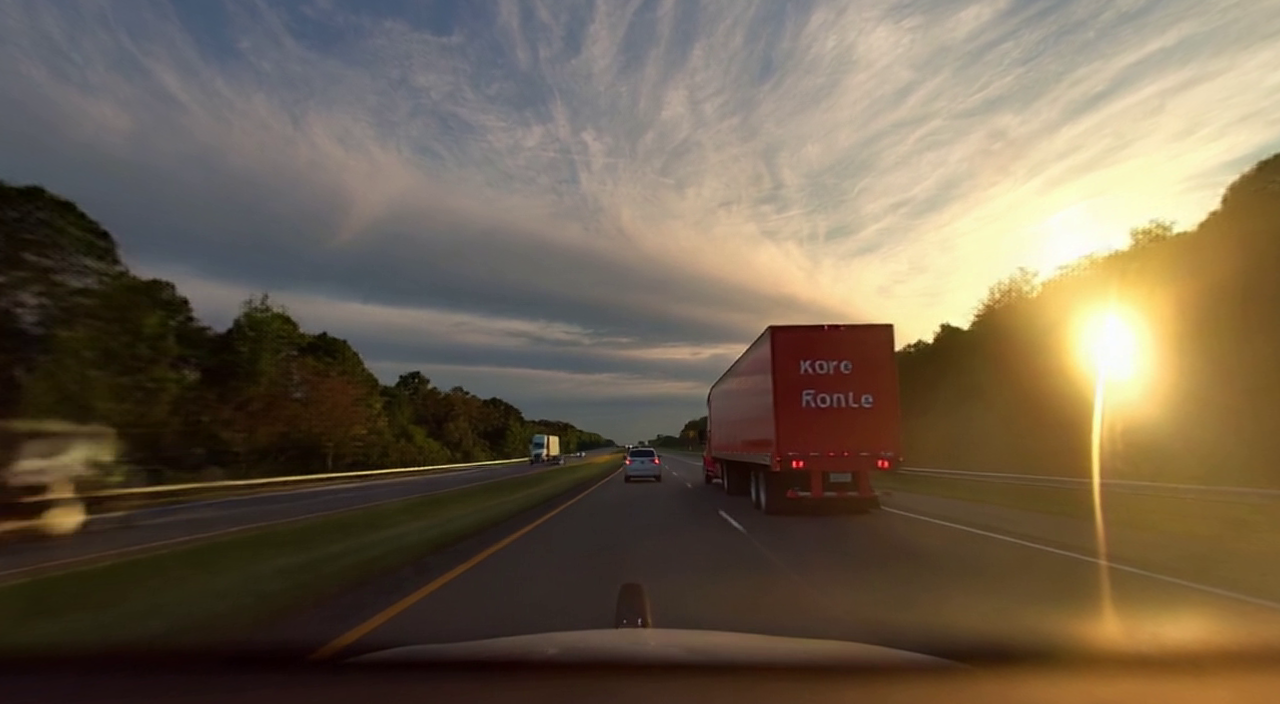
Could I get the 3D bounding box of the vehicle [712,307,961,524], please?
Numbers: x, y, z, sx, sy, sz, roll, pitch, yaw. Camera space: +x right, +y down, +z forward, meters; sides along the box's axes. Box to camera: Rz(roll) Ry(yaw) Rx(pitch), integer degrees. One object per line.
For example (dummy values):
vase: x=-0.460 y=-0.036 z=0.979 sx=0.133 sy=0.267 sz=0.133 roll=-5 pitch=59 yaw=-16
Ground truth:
vehicle: x=4.269 y=2.097 z=17.864 sx=3.030 sy=3.985 sz=12.707 roll=0 pitch=-9 yaw=0

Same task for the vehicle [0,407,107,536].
vehicle: x=-13.428 y=2.263 z=11.575 sx=2.227 sy=2.465 sz=5.698 roll=-3 pitch=-9 yaw=1

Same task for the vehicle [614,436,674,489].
vehicle: x=0.169 y=4.272 z=24.554 sx=2.105 sy=1.865 sz=4.102 roll=0 pitch=-9 yaw=1
